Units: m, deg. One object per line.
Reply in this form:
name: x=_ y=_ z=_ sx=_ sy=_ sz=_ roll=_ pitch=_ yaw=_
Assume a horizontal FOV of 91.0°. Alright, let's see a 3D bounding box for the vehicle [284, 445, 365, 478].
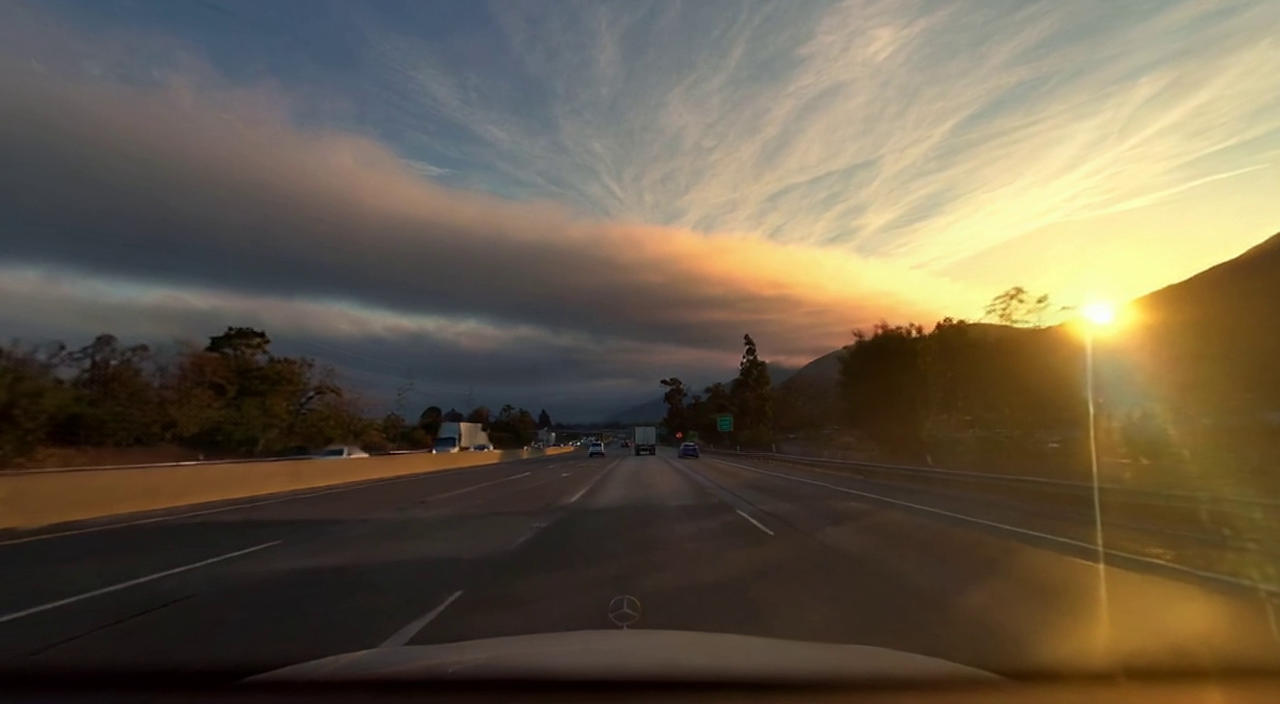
vehicle: x=-15.816 y=5.479 z=31.793 sx=1.878 sy=1.513 sz=4.210 roll=0 pitch=-8 yaw=1
